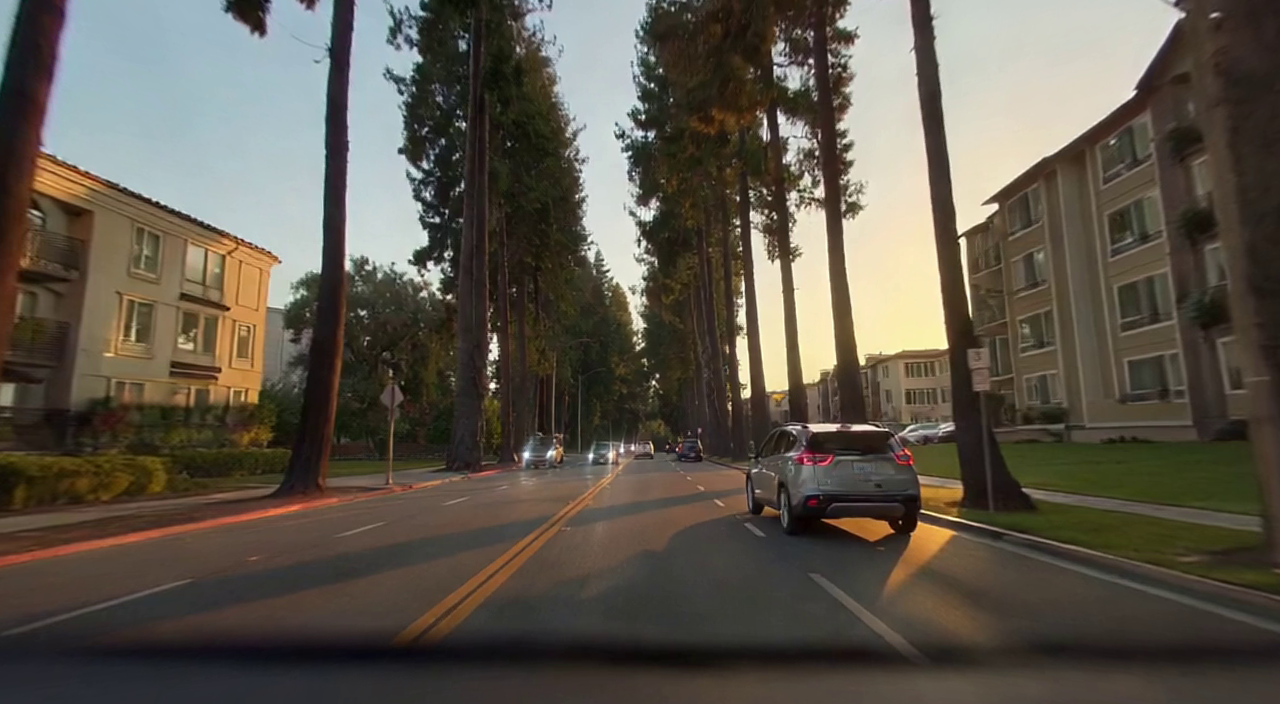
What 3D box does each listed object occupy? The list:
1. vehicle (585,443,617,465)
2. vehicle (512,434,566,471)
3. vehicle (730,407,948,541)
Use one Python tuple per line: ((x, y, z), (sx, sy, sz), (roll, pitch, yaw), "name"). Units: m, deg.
((-2.633, 6.993, 43.236), (1.941, 1.409, 3.975), (0, -8, 0), "vehicle")
((-5.929, 5.962, 37.455), (2.200, 2.041, 5.550), (0, -8, 1), "vehicle")
((3.200, 2.115, 11.529), (2.219, 1.881, 5.104), (0, -8, -1), "vehicle")
